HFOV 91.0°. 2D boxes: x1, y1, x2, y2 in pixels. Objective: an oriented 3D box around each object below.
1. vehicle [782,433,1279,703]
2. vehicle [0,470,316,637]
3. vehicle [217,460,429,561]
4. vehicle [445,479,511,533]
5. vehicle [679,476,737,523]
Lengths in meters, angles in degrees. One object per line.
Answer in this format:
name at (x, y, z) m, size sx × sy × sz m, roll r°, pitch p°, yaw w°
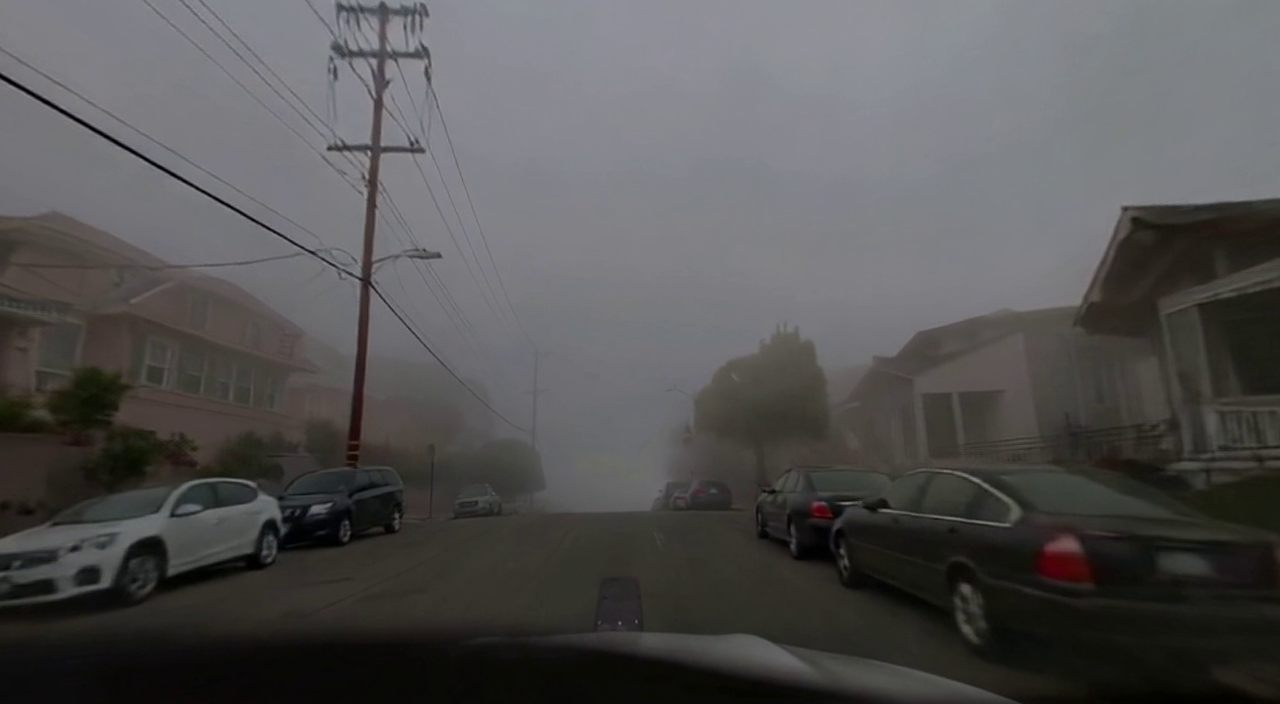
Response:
vehicle at (2.980, 1.456, 5.208) m, size 2.212 × 1.476 × 4.678 m, roll 1°, pitch -8°, yaw -4°
vehicle at (-6.516, 2.420, 8.513) m, size 1.960 × 1.437 × 4.454 m, roll 0°, pitch -8°, yaw -1°
vehicle at (-6.724, 3.384, 14.292) m, size 2.017 × 1.683 × 5.412 m, roll 0°, pitch -8°, yaw 0°
vehicle at (-7.047, 6.735, 27.926) m, size 1.933 × 1.824 × 5.142 m, roll 0°, pitch -8°, yaw -4°
vehicle at (2.572, 5.705, 24.670) m, size 1.756 × 1.455 × 3.965 m, roll 0°, pitch -8°, yaw -1°
